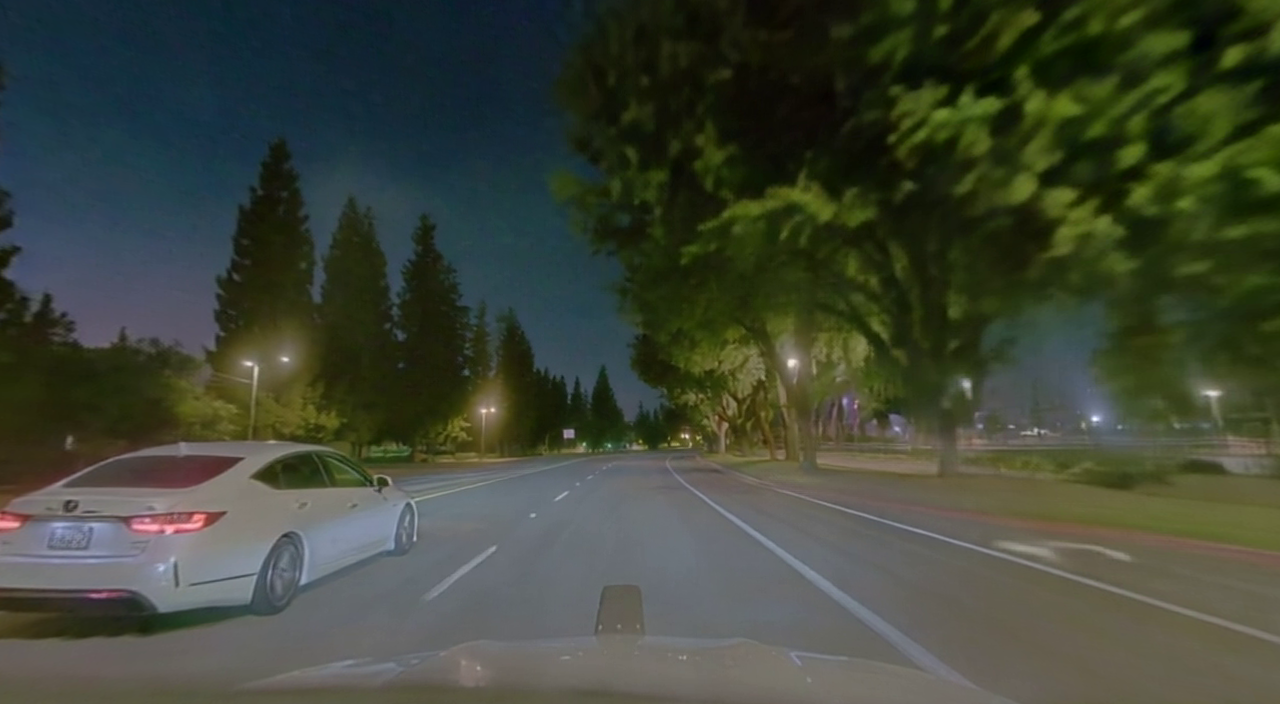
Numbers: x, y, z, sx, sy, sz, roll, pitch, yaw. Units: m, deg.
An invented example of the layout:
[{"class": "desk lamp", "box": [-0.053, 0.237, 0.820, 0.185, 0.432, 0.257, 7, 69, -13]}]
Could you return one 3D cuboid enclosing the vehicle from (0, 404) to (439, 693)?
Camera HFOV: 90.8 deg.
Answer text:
[{"class": "vehicle", "box": [-3.463, 1.361, 5.574, 1.915, 1.521, 4.283, 0, -8, 1]}]
